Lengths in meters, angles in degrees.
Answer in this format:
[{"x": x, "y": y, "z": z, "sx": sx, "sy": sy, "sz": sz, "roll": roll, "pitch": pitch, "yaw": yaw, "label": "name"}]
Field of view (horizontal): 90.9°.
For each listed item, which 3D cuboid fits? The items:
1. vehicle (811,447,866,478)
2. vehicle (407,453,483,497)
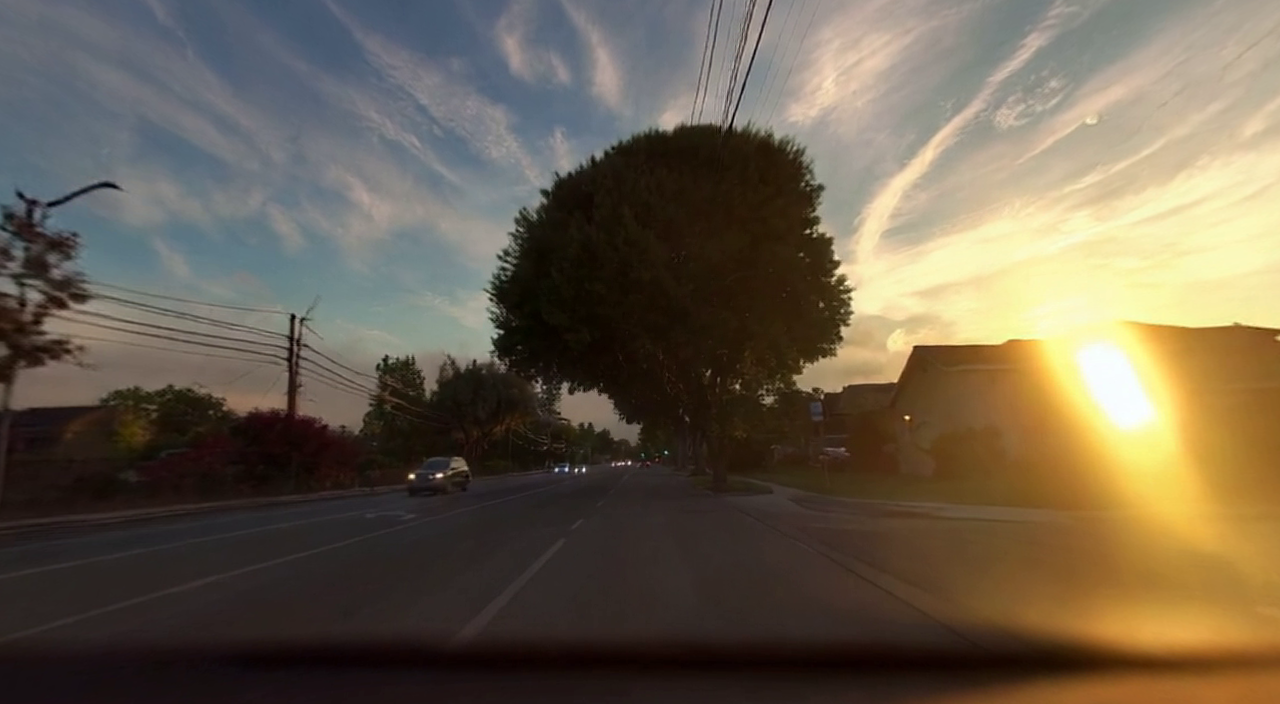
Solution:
[{"x": 10.816, "y": 6.083, "z": 34.517, "sx": 1.737, "sy": 1.633, "sz": 3.268, "roll": 1, "pitch": -11, "yaw": -4, "label": "vehicle"}, {"x": -9.114, "y": 5.773, "z": 29.896, "sx": 2.057, "sy": 1.865, "sz": 4.626, "roll": -1, "pitch": -10, "yaw": 1, "label": "vehicle"}]
